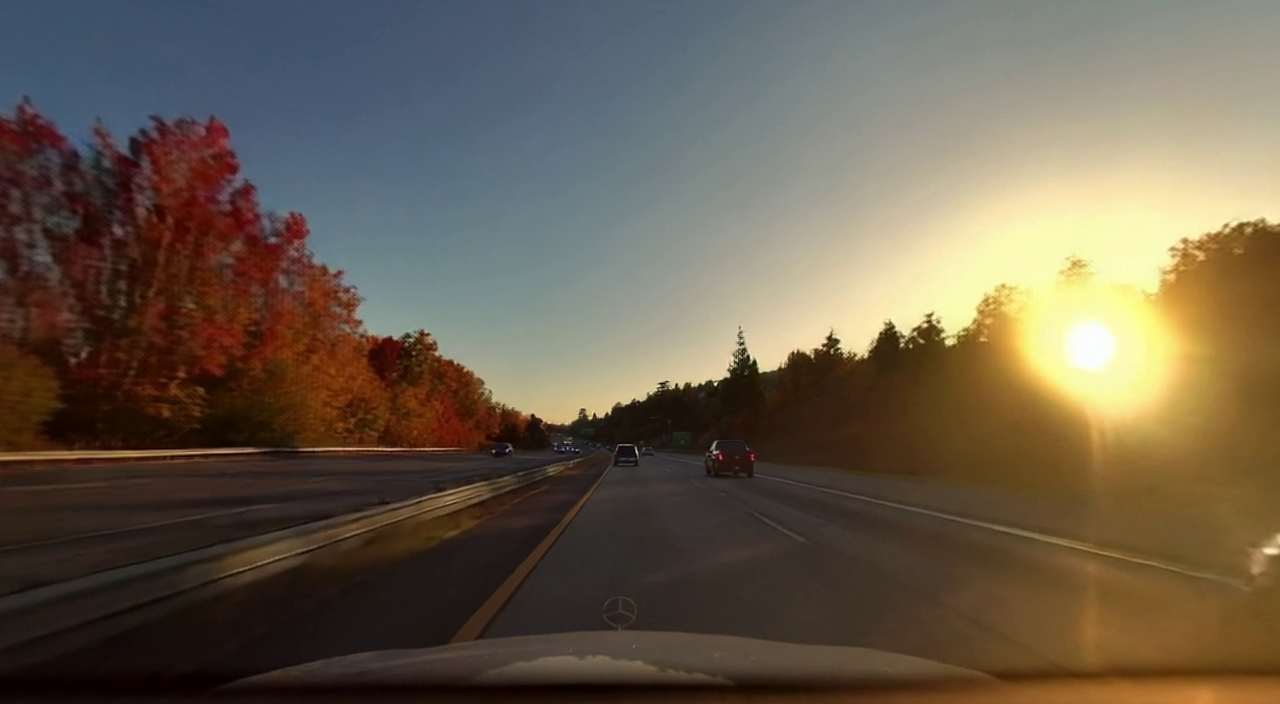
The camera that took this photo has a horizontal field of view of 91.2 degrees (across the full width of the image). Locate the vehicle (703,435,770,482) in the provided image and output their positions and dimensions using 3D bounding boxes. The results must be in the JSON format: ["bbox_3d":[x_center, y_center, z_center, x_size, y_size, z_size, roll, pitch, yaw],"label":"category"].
[{"bbox_3d":[3.867,4.353,25.816,1.982,1.745,4.151,0,-9,-1],"label":"vehicle"}]

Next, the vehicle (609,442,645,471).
[{"bbox_3d":[-0.821,6.660,40.086,2.151,1.693,4.201,0,-9,0],"label":"vehicle"}]
